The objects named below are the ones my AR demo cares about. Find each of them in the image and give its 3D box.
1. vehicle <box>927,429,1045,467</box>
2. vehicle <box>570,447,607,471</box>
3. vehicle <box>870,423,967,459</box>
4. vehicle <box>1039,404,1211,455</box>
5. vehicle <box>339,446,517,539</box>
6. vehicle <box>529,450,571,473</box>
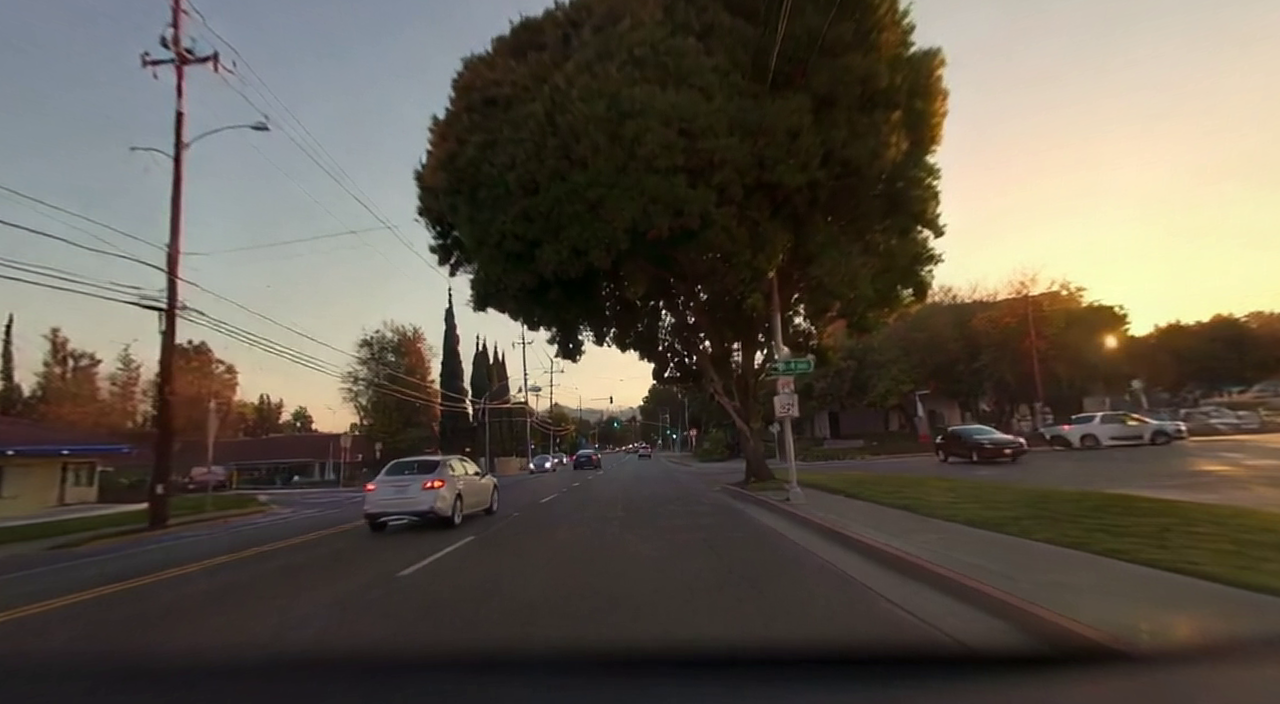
[{"bbox_3d":[14.173,3.952,26.106,3.830,1.474,1.771,-1,-9,9],"label":"vehicle"},{"bbox_3d":[-3.340,7.028,41.744,1.943,1.455,4.414,0,-8,2],"label":"vehicle"},{"bbox_3d":[14.673,4.735,33.557,4.495,1.806,2.076,-3,-9,20],"label":"vehicle"},{"bbox_3d":[19.226,3.138,25.326,4.817,1.919,2.308,-1,-9,7],"label":"vehicle"},{"bbox_3d":[-3.787,2.560,12.262,1.704,1.430,4.587,0,-8,2],"label":"vehicle"},{"bbox_3d":[-6.917,8.547,49.480,2.347,1.607,5.953,0,-8,1],"label":"vehicle"}]
